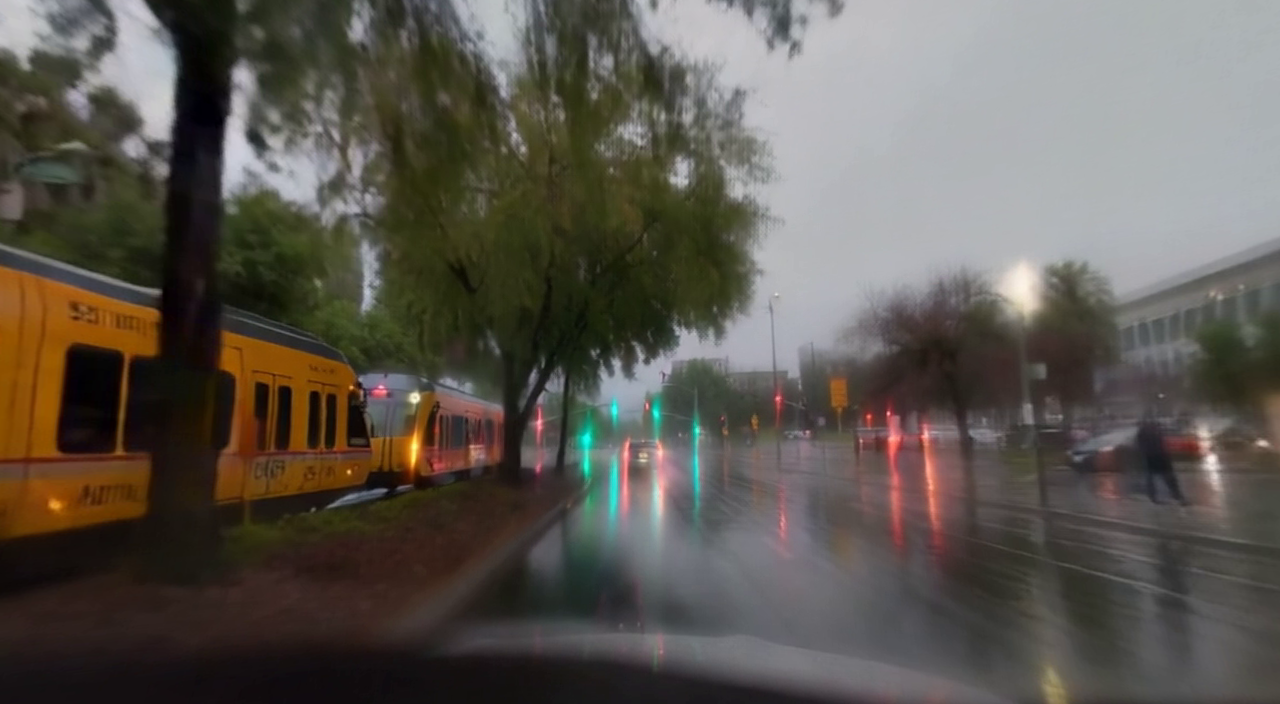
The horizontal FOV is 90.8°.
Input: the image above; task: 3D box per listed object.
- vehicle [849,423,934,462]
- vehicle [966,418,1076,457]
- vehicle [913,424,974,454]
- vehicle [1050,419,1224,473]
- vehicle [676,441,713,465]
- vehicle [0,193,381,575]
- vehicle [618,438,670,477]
[{"bbox_3d":[13.281,4.858,33.812,2.145,1.911,5.581,0,-8,-1],"label":"vehicle"},{"bbox_3d":[19.495,4.447,32.745,2.159,1.817,5.675,0,-8,0],"label":"vehicle"},{"bbox_3d":[19.777,5.733,41.425,1.914,1.823,4.334,0,-8,2],"label":"vehicle"},{"bbox_3d":[15.368,2.953,19.949,1.780,1.498,4.611,0,-8,1],"label":"vehicle"},{"bbox_3d":[3.474,6.512,41.037,1.944,1.447,4.392,0,-8,0],"label":"vehicle"},{"bbox_3d":[-7.686,0.568,8.263,2.897,3.700,13.528,0,-7,0],"label":"vehicle"},{"bbox_3d":[0.135,4.376,26.411,2.002,1.471,4.337,0,-8,0],"label":"vehicle"}]
